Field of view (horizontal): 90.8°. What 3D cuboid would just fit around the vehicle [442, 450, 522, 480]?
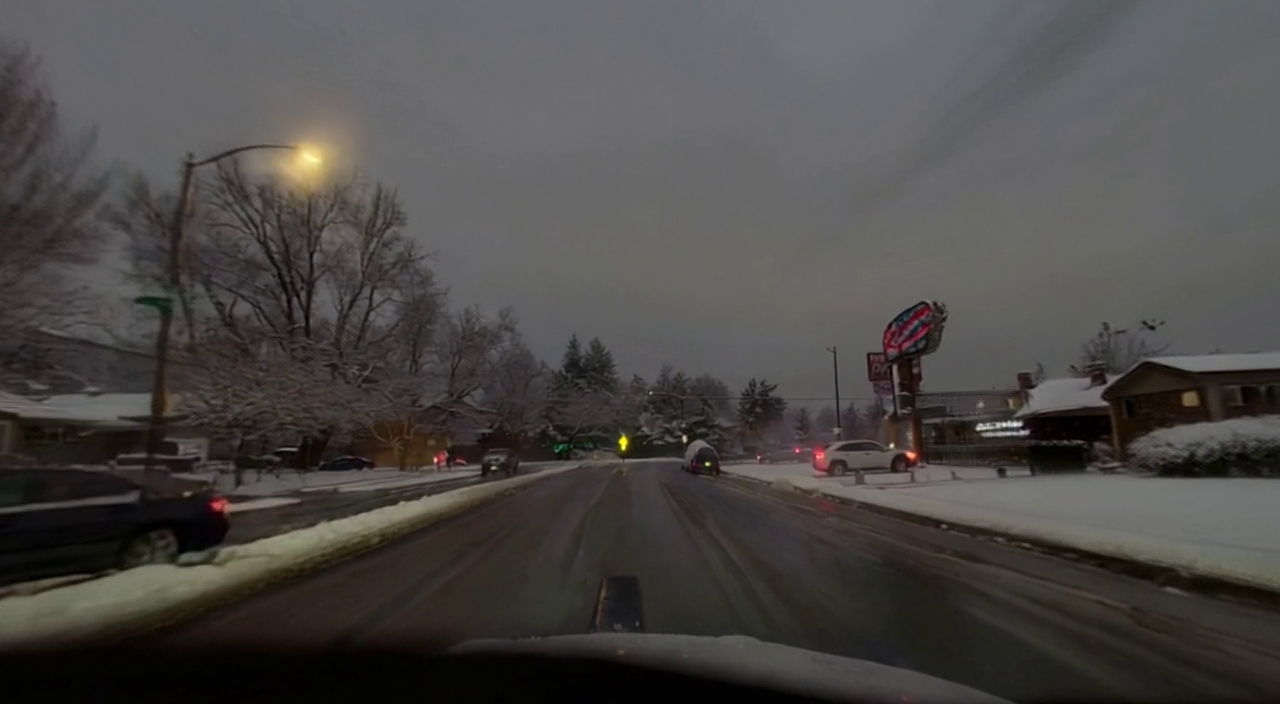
[{"bbox_3d":[-10.207,7.304,41.012,4.620,1.695,2.004,5,-12,-39],"label":"vehicle"}]

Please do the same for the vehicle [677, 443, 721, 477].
[{"bbox_3d":[3.534,6.573,38.723,2.051,1.925,4.625,0,-9,-2],"label":"vehicle"}]

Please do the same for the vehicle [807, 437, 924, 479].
[{"bbox_3d":[10.542,4.998,29.850,4.733,1.843,2.005,0,-9,1],"label":"vehicle"}]

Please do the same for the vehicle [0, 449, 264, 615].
[{"bbox_3d":[-6.881,1.837,6.758,4.750,1.559,1.928,5,-10,-32],"label":"vehicle"}]
